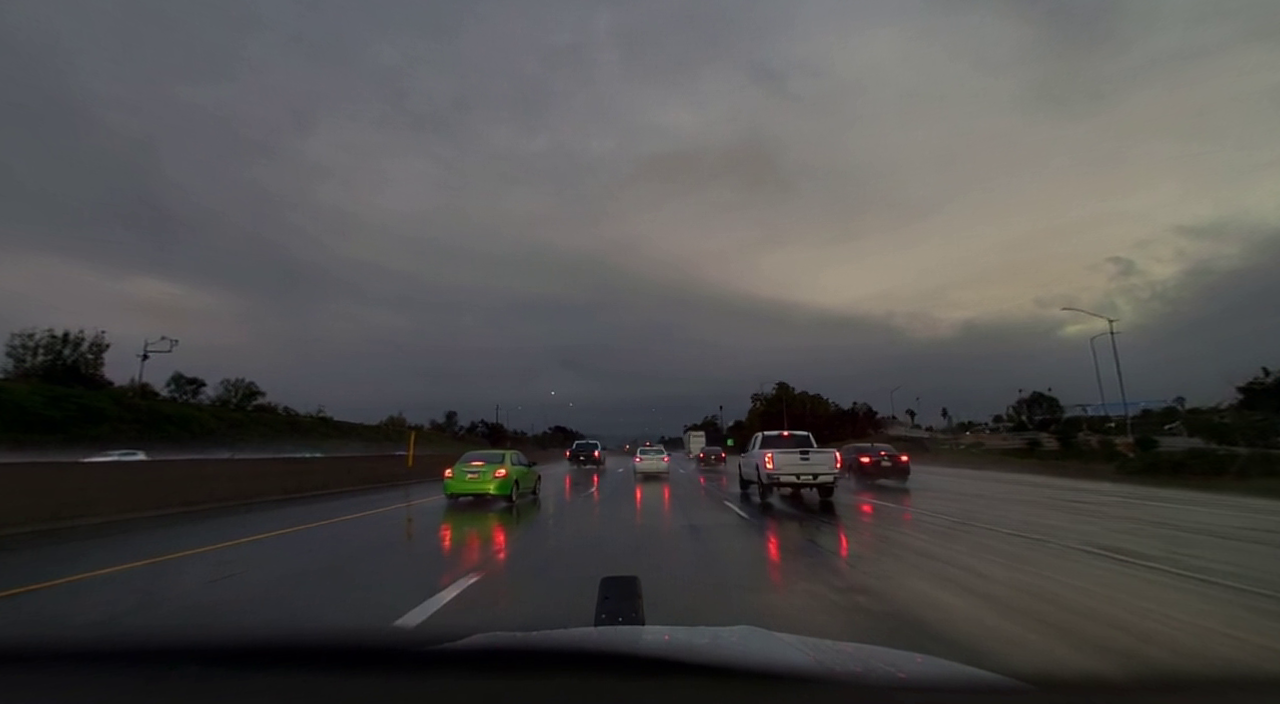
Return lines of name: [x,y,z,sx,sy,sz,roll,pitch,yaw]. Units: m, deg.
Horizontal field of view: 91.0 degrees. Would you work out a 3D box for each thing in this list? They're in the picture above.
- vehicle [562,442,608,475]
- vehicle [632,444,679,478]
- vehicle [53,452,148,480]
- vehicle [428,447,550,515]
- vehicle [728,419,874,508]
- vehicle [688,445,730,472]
vehicle: [-3.144,6.189,36.844,2.176,1.783,4.799,0,-9,1]
vehicle: [0.727,5.347,31.171,2.147,1.572,4.094,0,-9,0]
vehicle: [-34.139,7.224,40.069,1.899,1.593,4.669,0,-9,0]
vehicle: [-3.586,3.120,15.809,1.947,1.424,4.264,0,-9,1]
vehicle: [3.933,2.876,16.682,2.340,1.925,5.529,0,-9,-1]
vehicle: [4.413,6.875,40.936,2.145,1.636,4.437,0,-9,-1]
